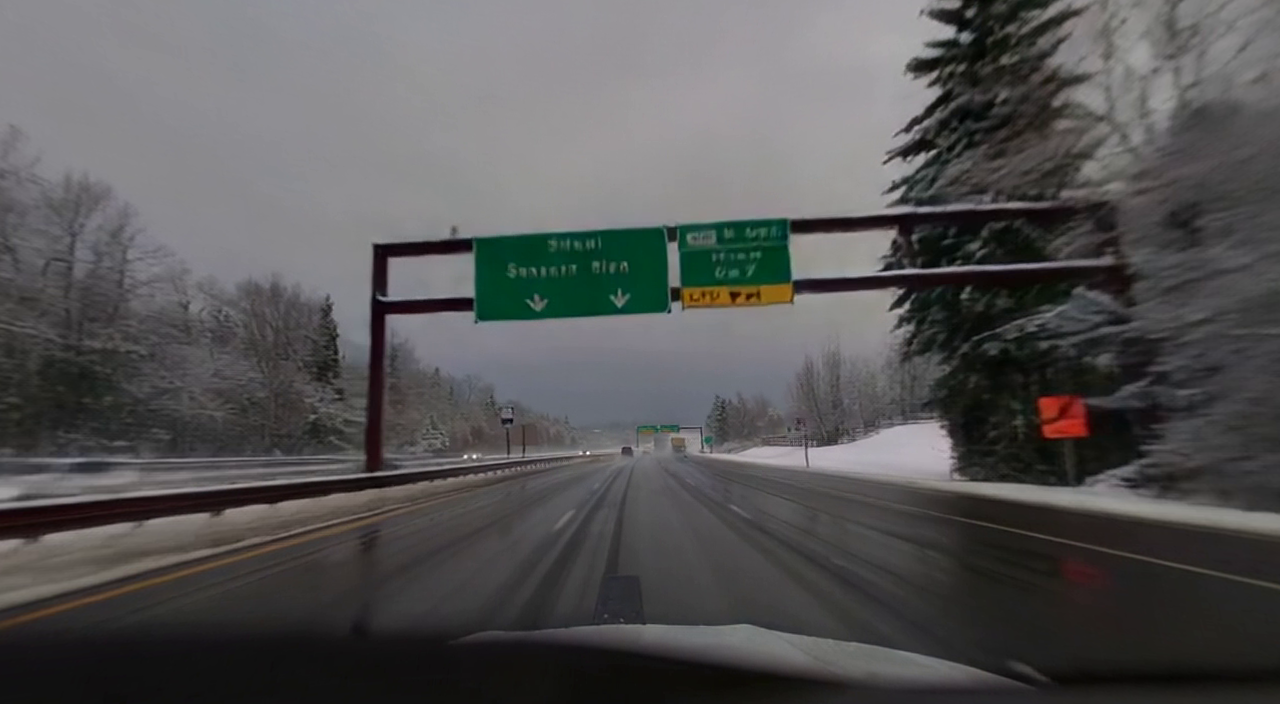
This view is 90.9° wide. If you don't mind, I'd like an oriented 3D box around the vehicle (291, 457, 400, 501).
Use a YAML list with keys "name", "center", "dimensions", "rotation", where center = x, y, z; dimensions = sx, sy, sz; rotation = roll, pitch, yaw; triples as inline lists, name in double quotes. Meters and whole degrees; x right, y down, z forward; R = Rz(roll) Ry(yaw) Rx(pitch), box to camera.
- name: "vehicle"
  center: [-11.252, 4.868, 24.527]
  dimensions: [1.996, 1.473, 4.598]
  rotation: [0, -9, 0]

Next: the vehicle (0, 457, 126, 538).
- name: "vehicle"
  center: [-14.572, 3.277, 14.355]
  dimensions: [1.983, 1.652, 4.376]
  rotation: [0, -9, 0]
